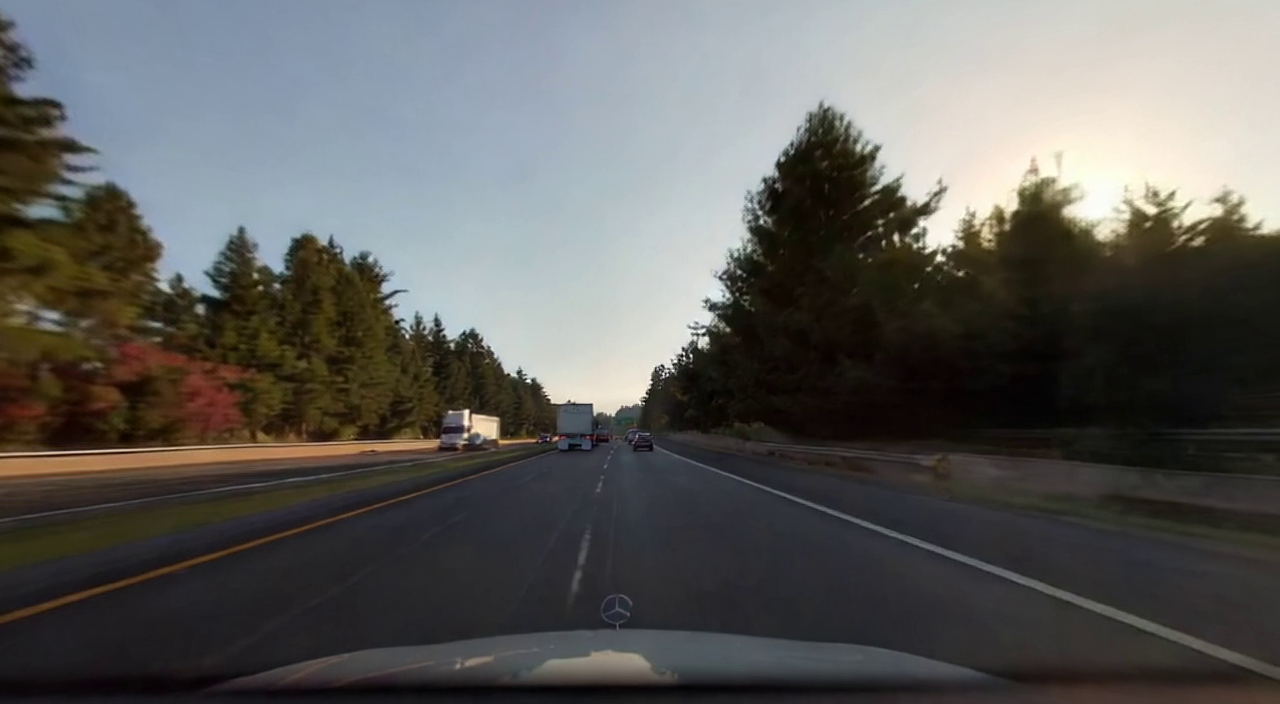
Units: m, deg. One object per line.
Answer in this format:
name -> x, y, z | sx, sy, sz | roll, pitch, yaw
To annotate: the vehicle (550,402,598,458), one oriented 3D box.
vehicle -> -3.904, 4.839, 38.663 | 2.450, 3.098, 6.965 | 0, -8, -2
